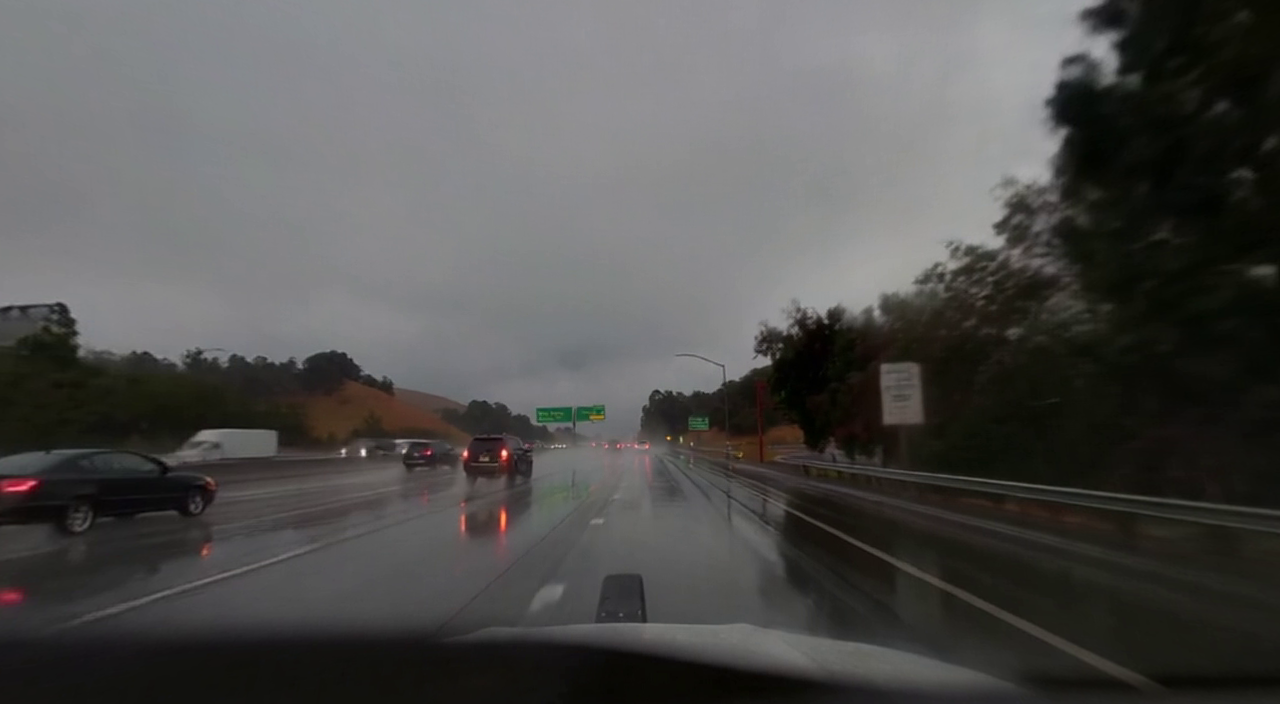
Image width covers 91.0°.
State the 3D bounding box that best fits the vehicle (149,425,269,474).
[{"bbox_3d":[-30.647,6.988,45.333,2.798,3.163,7.890,0,-9,2],"label":"vehicle"}]

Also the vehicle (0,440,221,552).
[{"bbox_3d":[-9.644,2.234,10.360,1.984,1.508,4.935,-1,-9,2],"label":"vehicle"}]

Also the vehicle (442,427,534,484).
[{"bbox_3d":[-5.722,3.997,24.484,2.219,1.947,4.924,-1,-9,2],"label":"vehicle"}]

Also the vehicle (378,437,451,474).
[{"bbox_3d":[-12.297,5.685,34.769,2.079,1.822,4.893,-1,-9,2],"label":"vehicle"}]
